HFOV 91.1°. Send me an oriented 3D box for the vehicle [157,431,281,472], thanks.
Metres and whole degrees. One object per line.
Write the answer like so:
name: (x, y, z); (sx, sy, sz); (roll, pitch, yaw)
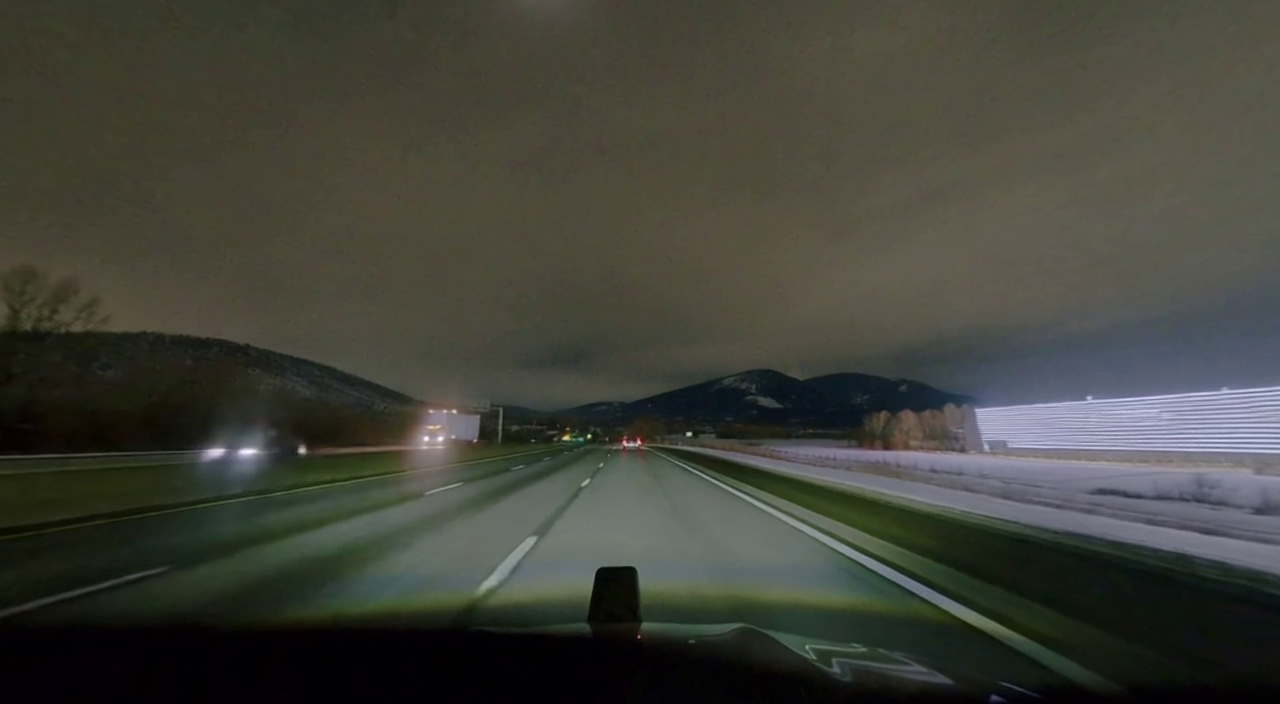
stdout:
vehicle: (-16.444, 3.878, 24.875); (1.844, 1.472, 4.490); (0, -8, -1)
